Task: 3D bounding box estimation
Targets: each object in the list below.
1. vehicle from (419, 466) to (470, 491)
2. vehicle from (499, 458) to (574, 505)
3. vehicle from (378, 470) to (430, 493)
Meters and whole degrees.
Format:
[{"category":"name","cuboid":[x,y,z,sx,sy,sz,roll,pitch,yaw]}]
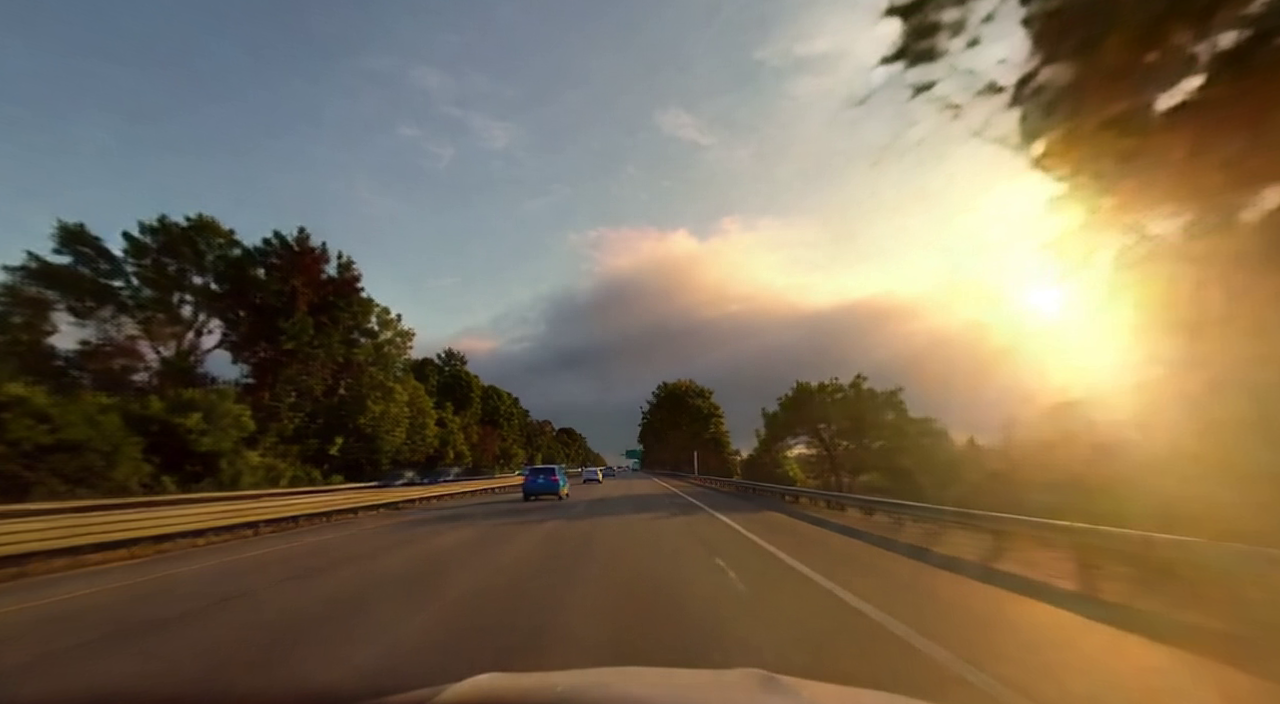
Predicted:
[{"category":"vehicle","cuboid":[-12.984,8.432,42.088,1.939,1.525,4.481,1,-10,0]},{"category":"vehicle","cuboid":[-3.837,4.907,24.150,2.068,1.592,4.479,0,-10,0]},{"category":"vehicle","cuboid":[-16.667,9.169,44.674,1.892,1.471,4.526,1,-10,0]}]
